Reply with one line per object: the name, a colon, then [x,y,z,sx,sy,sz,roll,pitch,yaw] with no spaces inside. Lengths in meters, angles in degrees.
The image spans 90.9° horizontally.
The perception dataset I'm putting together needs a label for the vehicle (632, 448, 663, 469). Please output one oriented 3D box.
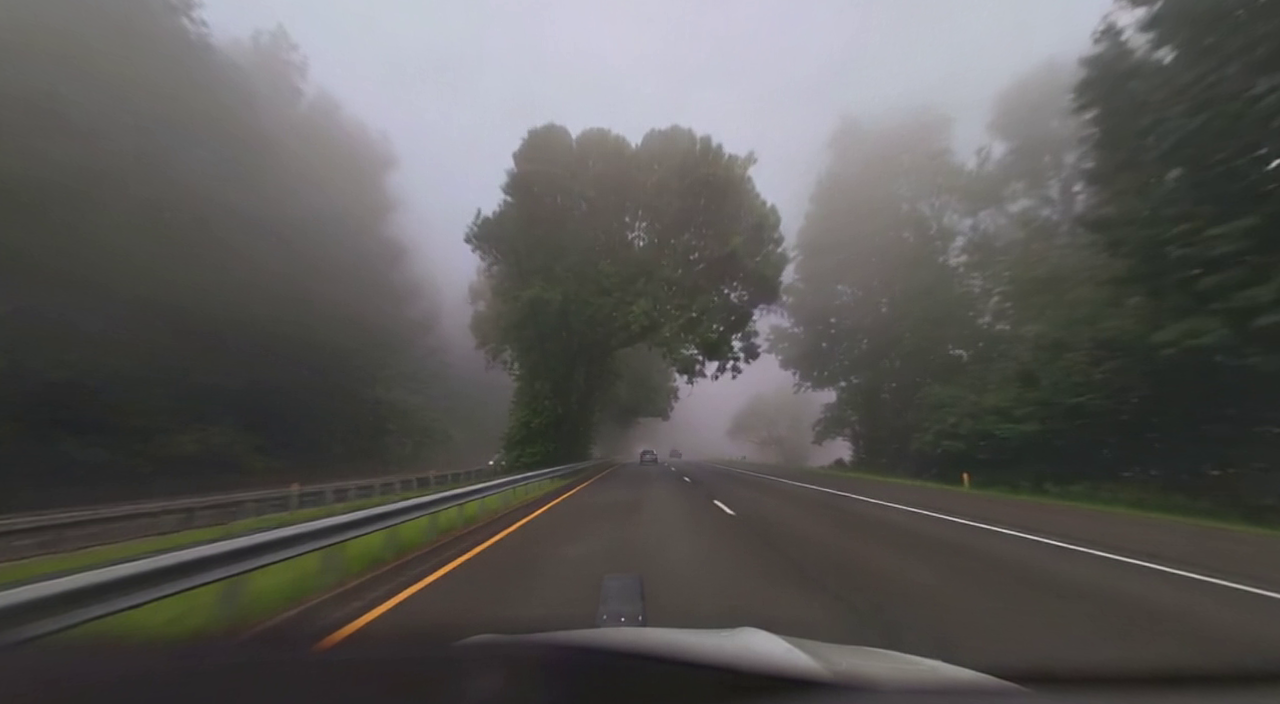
vehicle: [0.500,7.788,46.185,2.162,1.492,3.975,0,-9,0]
